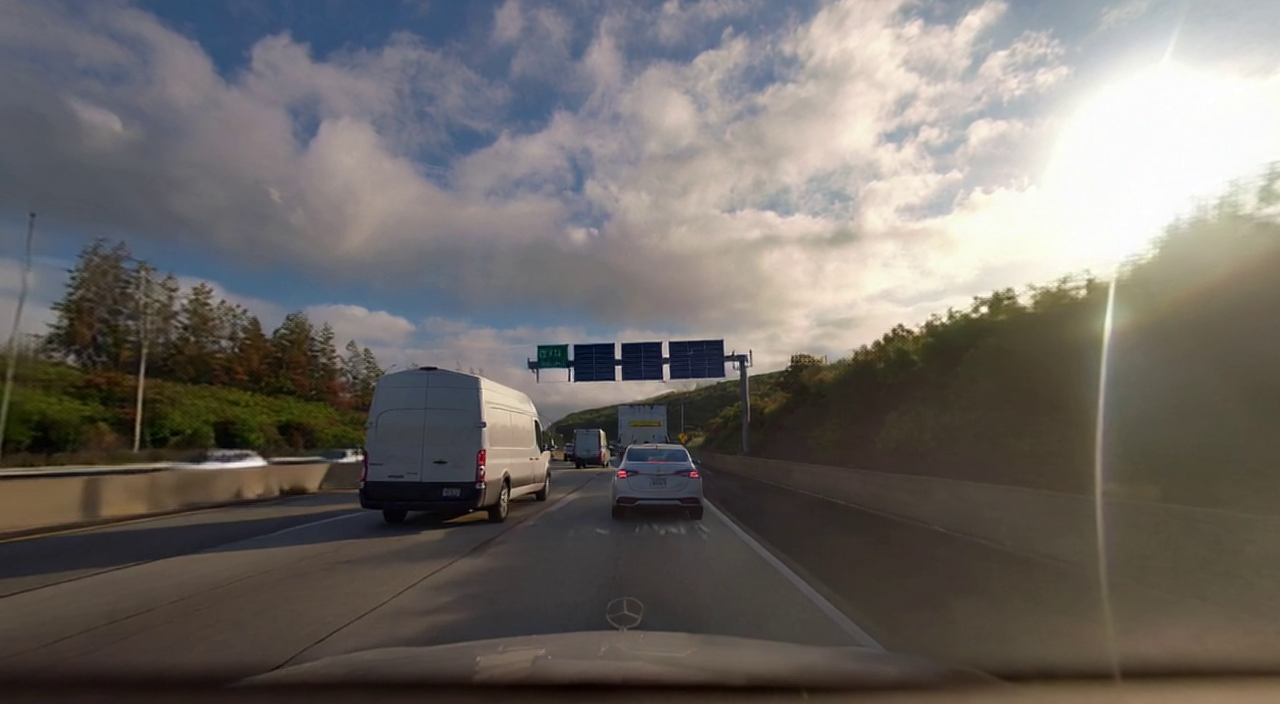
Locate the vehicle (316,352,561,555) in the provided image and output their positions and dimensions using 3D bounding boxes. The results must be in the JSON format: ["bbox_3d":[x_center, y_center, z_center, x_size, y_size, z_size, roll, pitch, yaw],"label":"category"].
[{"bbox_3d":[-3.166,1.887,12.028,2.289,2.757,6.726,0,-9,1],"label":"vehicle"}]

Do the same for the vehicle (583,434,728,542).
[{"bbox_3d":[0.200,2.218,10.809,2.063,1.507,3.488,0,-9,0],"label":"vehicle"}]
